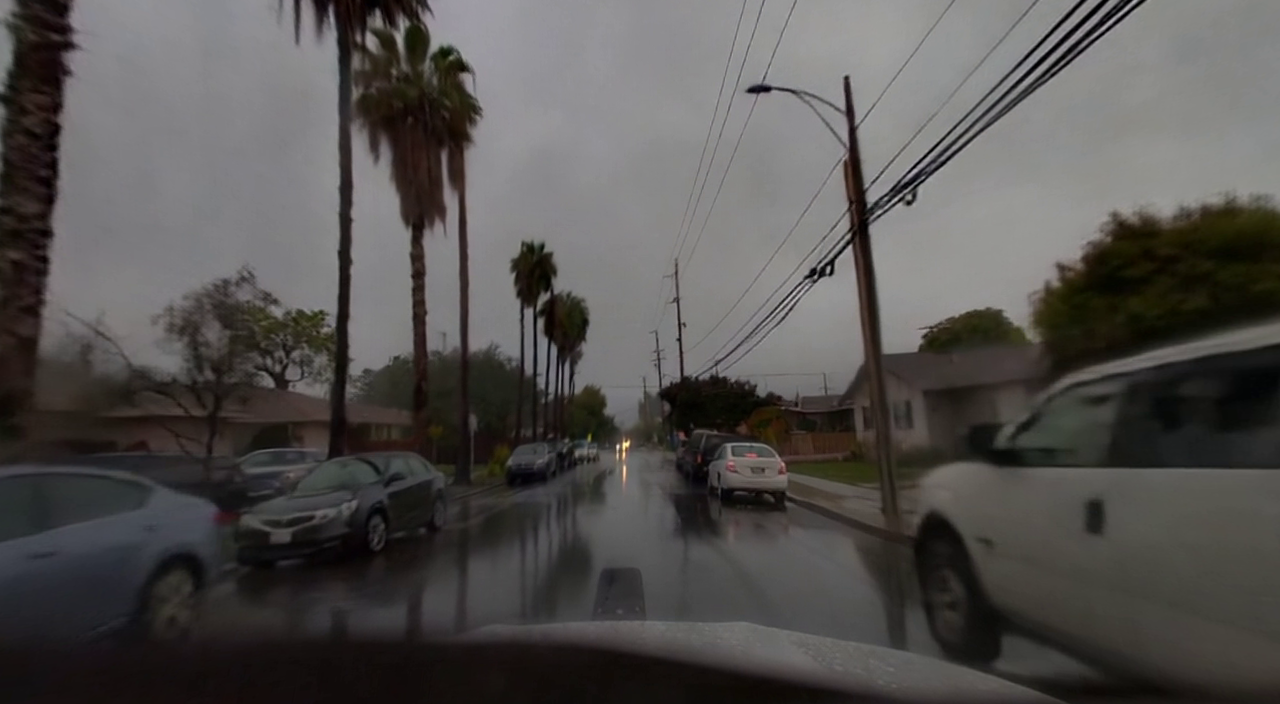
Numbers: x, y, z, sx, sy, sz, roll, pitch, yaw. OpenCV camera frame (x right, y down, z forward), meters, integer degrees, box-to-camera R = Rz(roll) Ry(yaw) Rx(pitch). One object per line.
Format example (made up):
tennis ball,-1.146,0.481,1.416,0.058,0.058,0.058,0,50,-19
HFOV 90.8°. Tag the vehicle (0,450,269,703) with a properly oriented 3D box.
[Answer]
vehicle,-4.087,1.309,3.457,1.782,1.487,3.974,0,-8,-2

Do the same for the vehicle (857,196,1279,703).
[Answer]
vehicle,2.895,0.658,2.308,2.292,1.981,5.277,0,-8,0

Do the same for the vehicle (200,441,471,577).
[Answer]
vehicle,-4.186,2.182,9.786,1.814,1.548,4.802,0,-8,0

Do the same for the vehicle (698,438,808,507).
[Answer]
vehicle,2.628,2.901,15.644,1.881,1.460,4.007,0,-8,-1

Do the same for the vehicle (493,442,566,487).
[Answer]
vehicle,-4.373,4.516,25.830,2.123,1.636,4.481,0,-8,1
